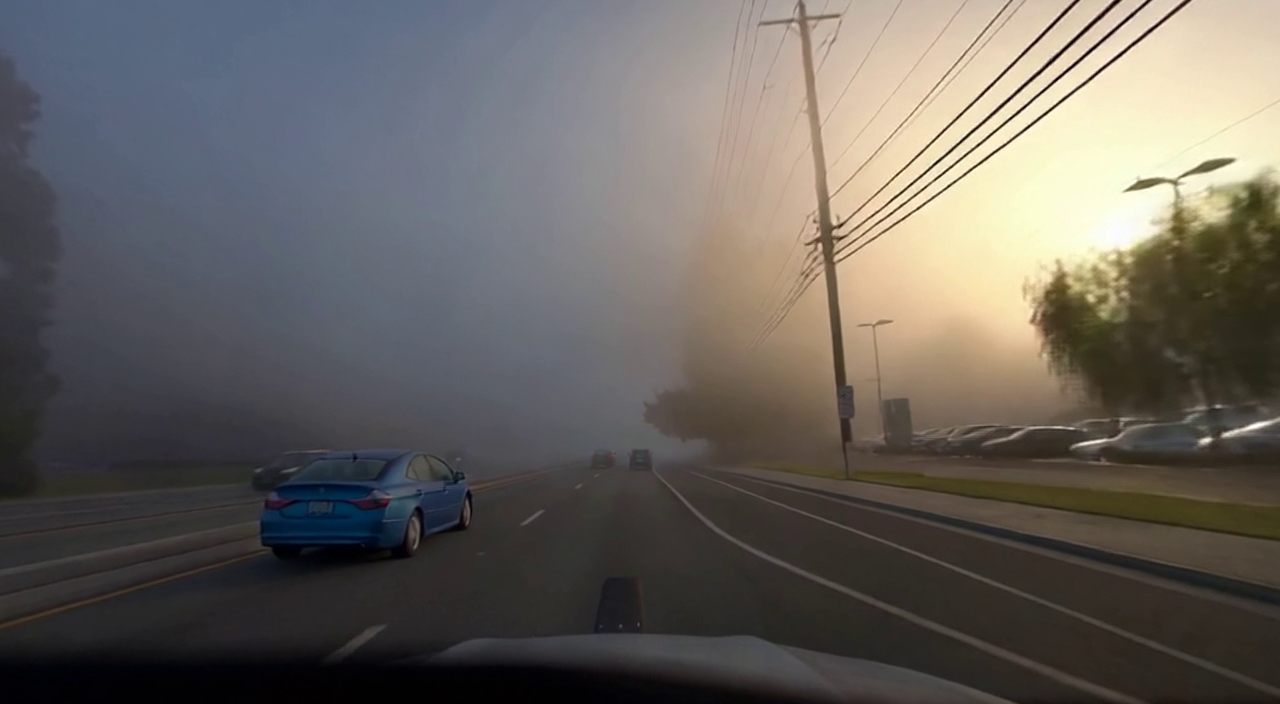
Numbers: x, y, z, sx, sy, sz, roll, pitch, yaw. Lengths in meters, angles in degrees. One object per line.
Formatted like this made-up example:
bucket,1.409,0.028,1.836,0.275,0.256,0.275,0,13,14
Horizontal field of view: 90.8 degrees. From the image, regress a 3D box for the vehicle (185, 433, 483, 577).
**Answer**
vehicle,-3.806,1.966,9.031,1.928,1.488,4.635,0,-9,0
